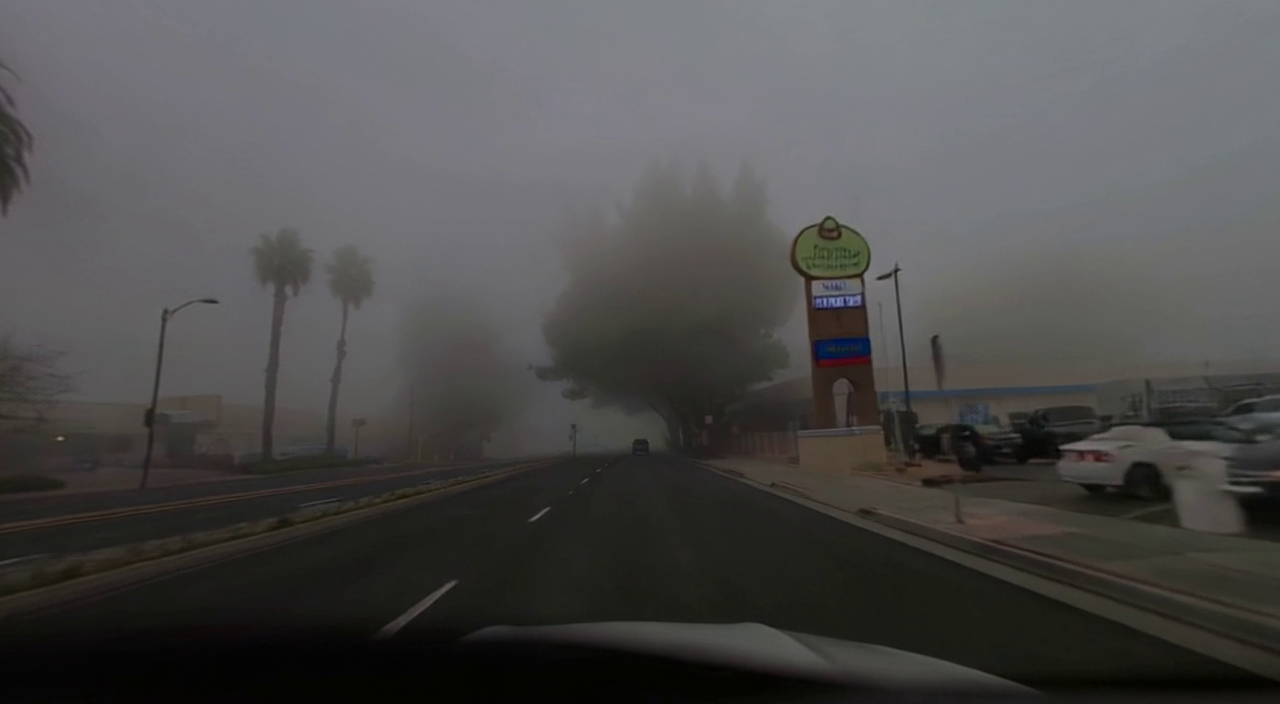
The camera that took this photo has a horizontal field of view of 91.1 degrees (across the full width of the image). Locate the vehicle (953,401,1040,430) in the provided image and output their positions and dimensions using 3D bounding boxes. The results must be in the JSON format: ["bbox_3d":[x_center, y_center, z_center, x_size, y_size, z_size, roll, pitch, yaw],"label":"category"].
[{"bbox_3d":[23.486,4.232,41.516,4.630,1.473,1.702,-6,-12,17],"label":"vehicle"}]

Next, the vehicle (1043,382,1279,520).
[{"bbox_3d":[9.362,1.962,11.236,1.917,1.876,4.629,-6,-15,12],"label":"vehicle"}]

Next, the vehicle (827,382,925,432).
[{"bbox_3d":[11.511,2.774,30.442,5.186,2.000,2.226,9,-12,-41],"label":"vehicle"}]

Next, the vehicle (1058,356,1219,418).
[{"bbox_3d":[22.235,1.694,28.177,5.257,1.921,2.104,-13,-15,42],"label":"vehicle"}]
